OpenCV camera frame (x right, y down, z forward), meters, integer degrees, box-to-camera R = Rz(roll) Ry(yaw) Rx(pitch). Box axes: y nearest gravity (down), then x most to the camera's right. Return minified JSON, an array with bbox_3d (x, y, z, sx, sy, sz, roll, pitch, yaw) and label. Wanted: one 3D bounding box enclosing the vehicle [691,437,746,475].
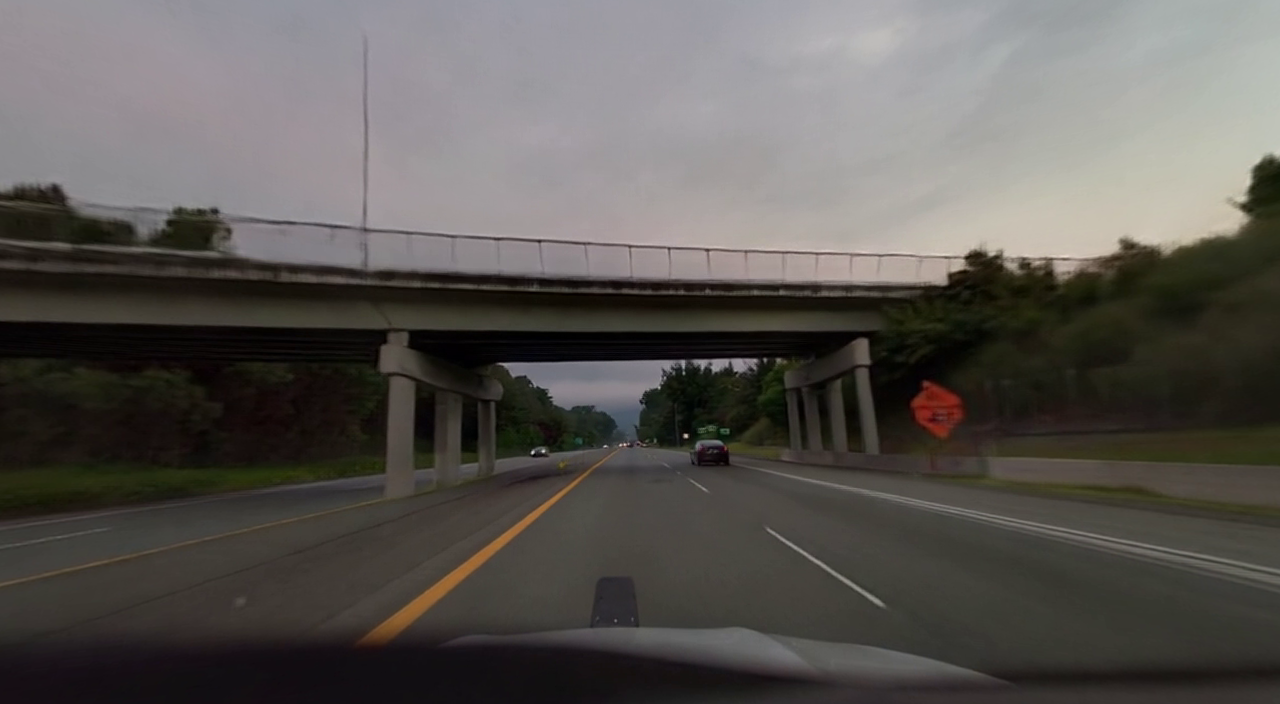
[{"bbox_3d":[3.276,4.397,26.914,1.781,1.470,3.540,0,-8,-2],"label":"vehicle"}]
